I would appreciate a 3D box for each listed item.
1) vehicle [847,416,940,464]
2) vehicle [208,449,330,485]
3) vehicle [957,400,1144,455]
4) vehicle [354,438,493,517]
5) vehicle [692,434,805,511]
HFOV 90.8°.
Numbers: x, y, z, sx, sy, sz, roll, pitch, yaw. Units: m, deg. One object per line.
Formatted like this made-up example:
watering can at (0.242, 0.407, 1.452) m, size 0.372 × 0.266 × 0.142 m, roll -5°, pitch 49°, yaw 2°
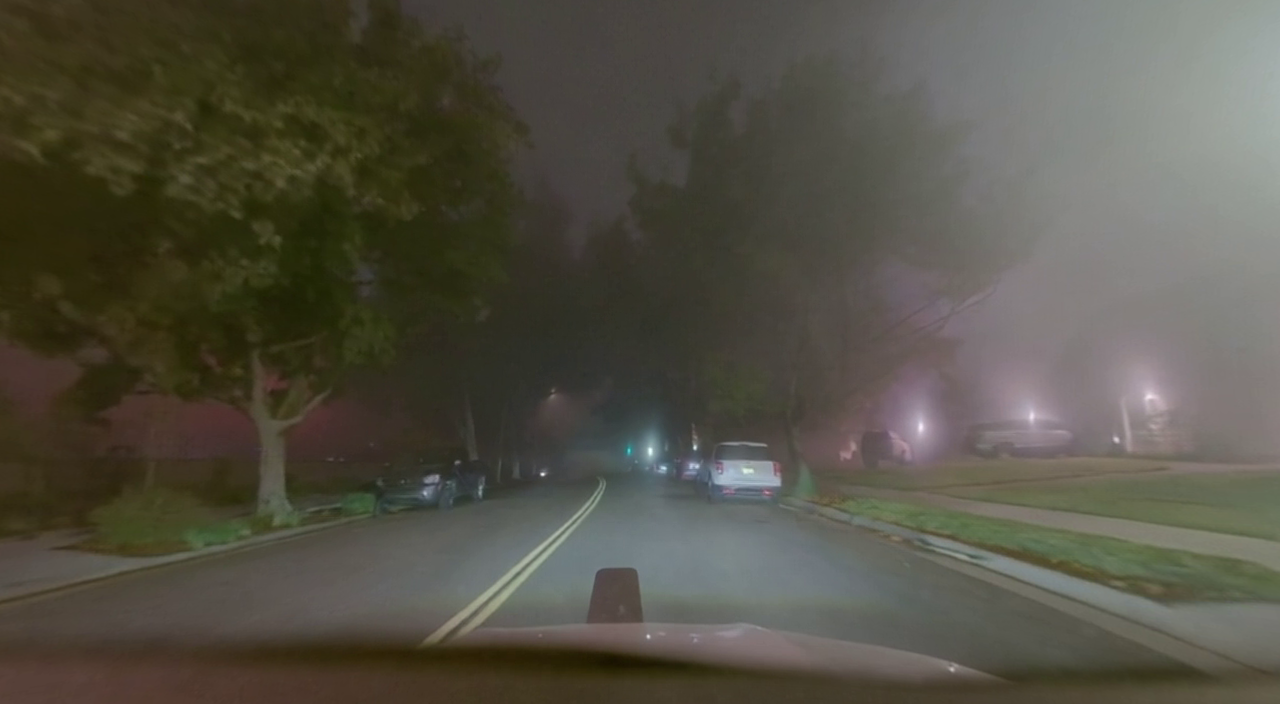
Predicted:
vehicle at (10.924, 3.769, 27.021) m, size 2.100 × 1.857 × 4.611 m, roll -8°, pitch -11°, yaw 42°
vehicle at (-16.290, 5.021, 27.784) m, size 4.527 × 1.466 × 1.880 m, roll -3°, pitch -9°, yaw 14°
vehicle at (13.272, 2.542, 20.772) m, size 4.639 × 1.634 × 2.005 m, roll -3°, pitch -10°, yaw 15°
vehicle at (-5.536, 3.208, 16.923) m, size 2.155 × 1.729 × 4.799 m, roll -1°, pitch -7°, yaw -2°
vehicle at (2.820, 3.281, 17.719) m, size 2.229 × 1.826 × 4.611 m, roll 0°, pitch -8°, yaw -1°
